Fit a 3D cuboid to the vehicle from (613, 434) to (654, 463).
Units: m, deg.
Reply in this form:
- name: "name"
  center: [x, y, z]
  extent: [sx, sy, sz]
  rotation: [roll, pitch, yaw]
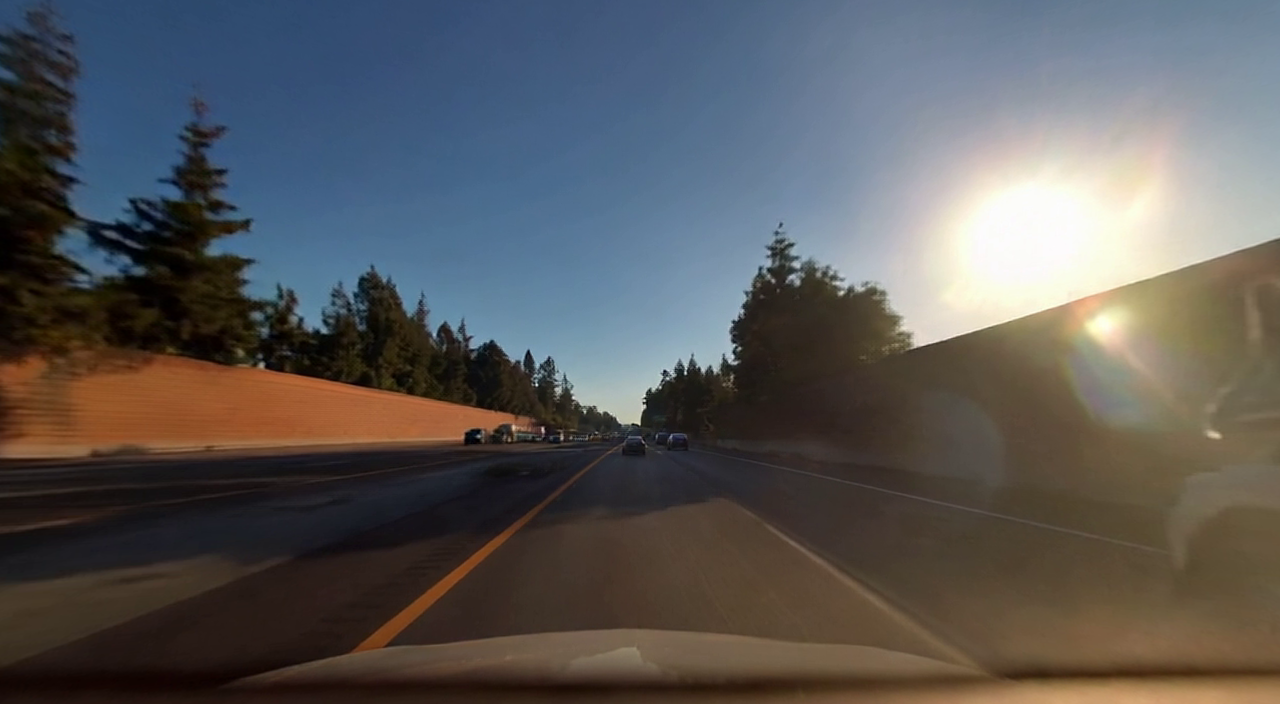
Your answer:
- name: "vehicle"
  center: [-0.359, 5.274, 34.718]
  extent: [2.119, 1.480, 4.000]
  rotation: [-1, -8, -1]

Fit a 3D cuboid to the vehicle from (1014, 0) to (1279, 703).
- name: "vehicle"
  center: [4.281, -0.184, 2.801]
  extent: [3.009, 4.109, 3.167]
  rotation: [-1, -8, 0]
